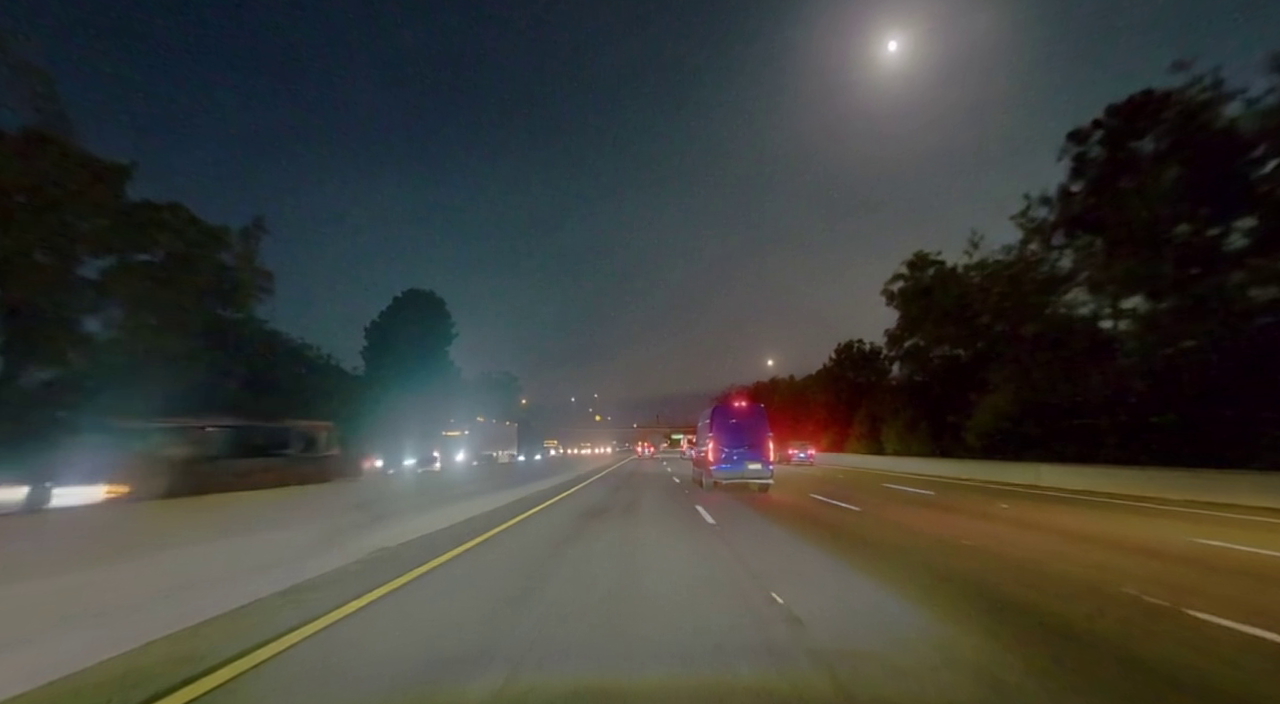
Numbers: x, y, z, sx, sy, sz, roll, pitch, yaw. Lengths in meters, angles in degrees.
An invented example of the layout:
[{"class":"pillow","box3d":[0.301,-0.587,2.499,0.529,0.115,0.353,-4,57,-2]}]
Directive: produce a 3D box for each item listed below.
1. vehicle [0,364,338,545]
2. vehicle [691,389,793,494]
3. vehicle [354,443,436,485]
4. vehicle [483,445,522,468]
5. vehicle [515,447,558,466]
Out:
[{"class":"vehicle","box3d":[-7.656,1.624,10.246,2.237,2.014,6.330,0,-9,1]},{"class":"vehicle","box3d":[3.374,3.241,22.682,2.460,3.155,6.902,0,-9,0]},{"class":"vehicle","box3d":[-11.251,5.151,29.358,1.897,1.796,4.505,0,-9,2]},{"class":"vehicle","box3d":[-10.826,8.256,49.908,1.989,1.766,4.195,0,-9,2]},{"class":"vehicle","box3d":[-7.161,7.274,44.173,2.186,1.241,4.084,0,-9,2]}]
